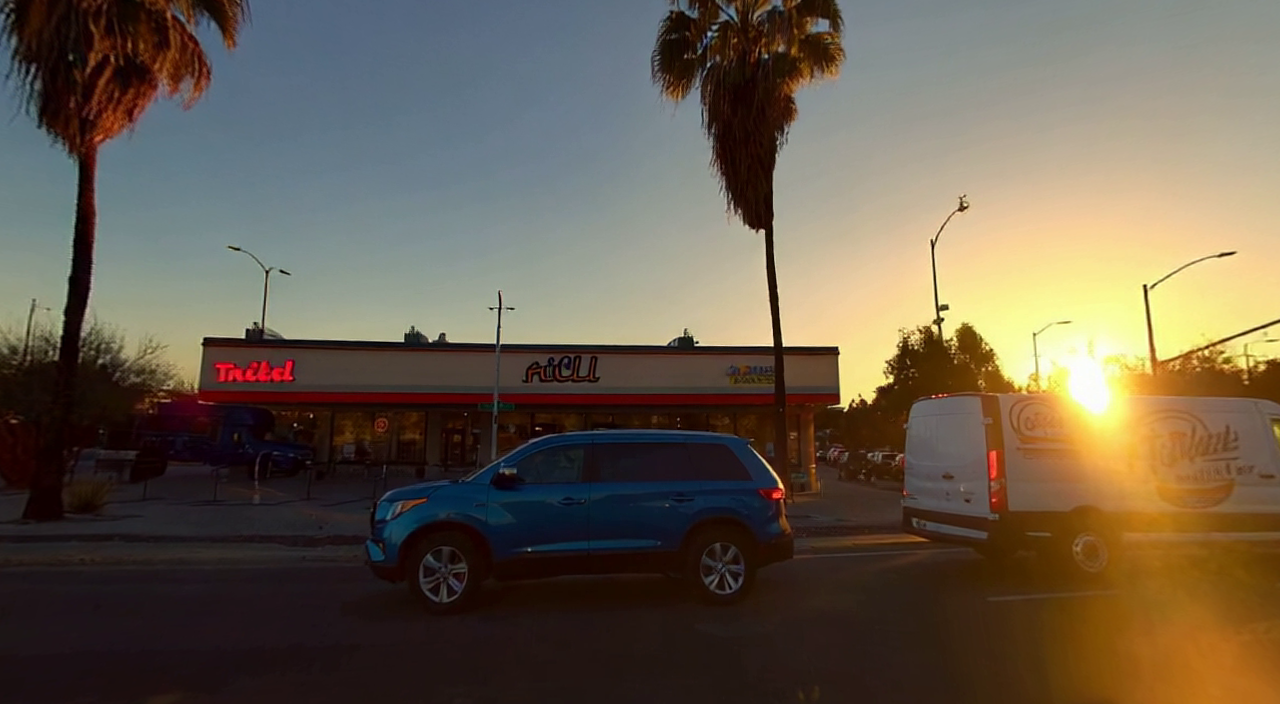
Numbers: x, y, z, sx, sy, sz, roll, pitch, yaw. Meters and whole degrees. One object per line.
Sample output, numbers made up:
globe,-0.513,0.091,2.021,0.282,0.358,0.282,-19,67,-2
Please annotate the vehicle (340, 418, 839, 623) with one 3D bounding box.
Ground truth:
vehicle,-0.488,1.646,6.859,4.493,1.728,2.137,1,-9,-9

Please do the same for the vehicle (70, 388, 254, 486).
vehicle,-21.676,4.011,29.439,3.034,3.929,7.699,1,-9,-6

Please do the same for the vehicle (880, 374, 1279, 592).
vehicle,6.634,1.552,8.038,6.246,2.202,2.277,1,-9,-7
